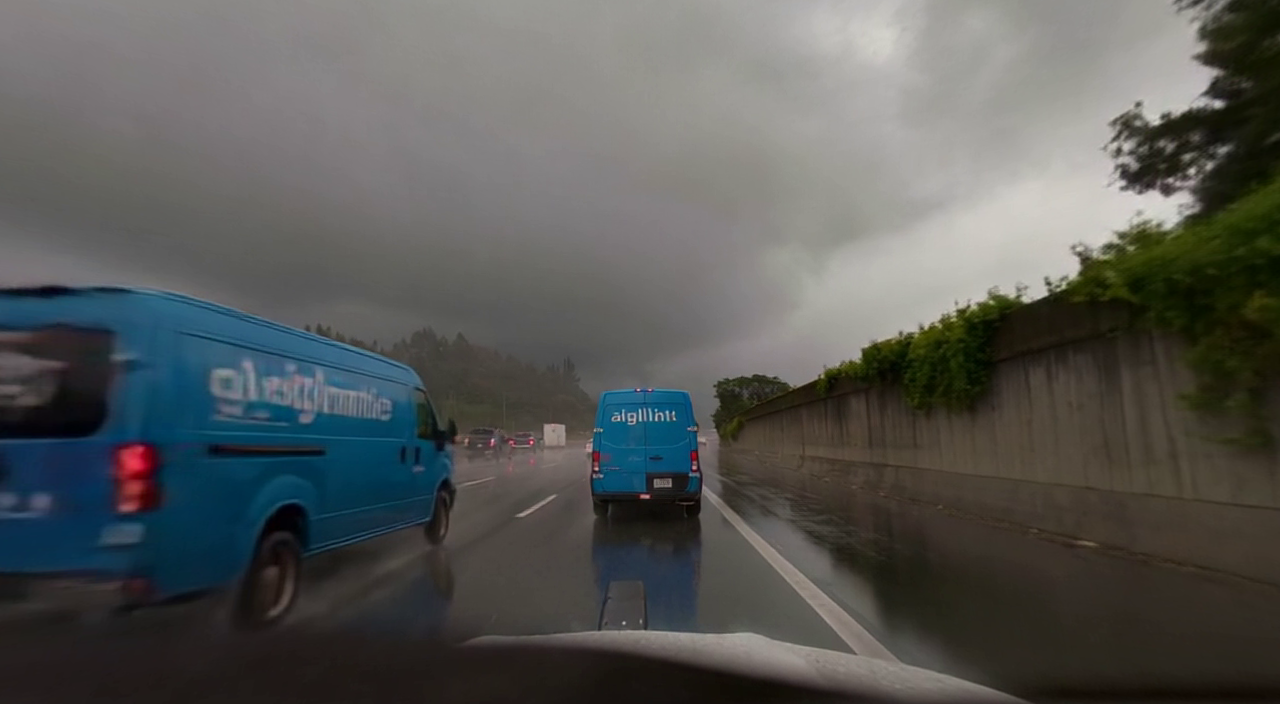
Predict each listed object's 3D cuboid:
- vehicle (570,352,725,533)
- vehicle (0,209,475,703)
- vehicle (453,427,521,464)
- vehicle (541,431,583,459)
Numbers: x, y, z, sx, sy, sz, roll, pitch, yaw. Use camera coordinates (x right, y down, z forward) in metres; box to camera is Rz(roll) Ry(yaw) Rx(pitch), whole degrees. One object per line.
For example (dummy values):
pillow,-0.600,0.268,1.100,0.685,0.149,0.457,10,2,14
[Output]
vehicle,0.114,1.819,12.793,2.316,2.738,6.398,0,-8,0
vehicle,-3.670,0.981,5.293,2.597,2.163,6.860,0,-8,1
vehicle,-9.723,6.036,40.763,2.566,2.158,5.957,-1,-8,3
vehicle,-5.963,7.222,48.809,2.302,2.007,5.490,0,-8,3
